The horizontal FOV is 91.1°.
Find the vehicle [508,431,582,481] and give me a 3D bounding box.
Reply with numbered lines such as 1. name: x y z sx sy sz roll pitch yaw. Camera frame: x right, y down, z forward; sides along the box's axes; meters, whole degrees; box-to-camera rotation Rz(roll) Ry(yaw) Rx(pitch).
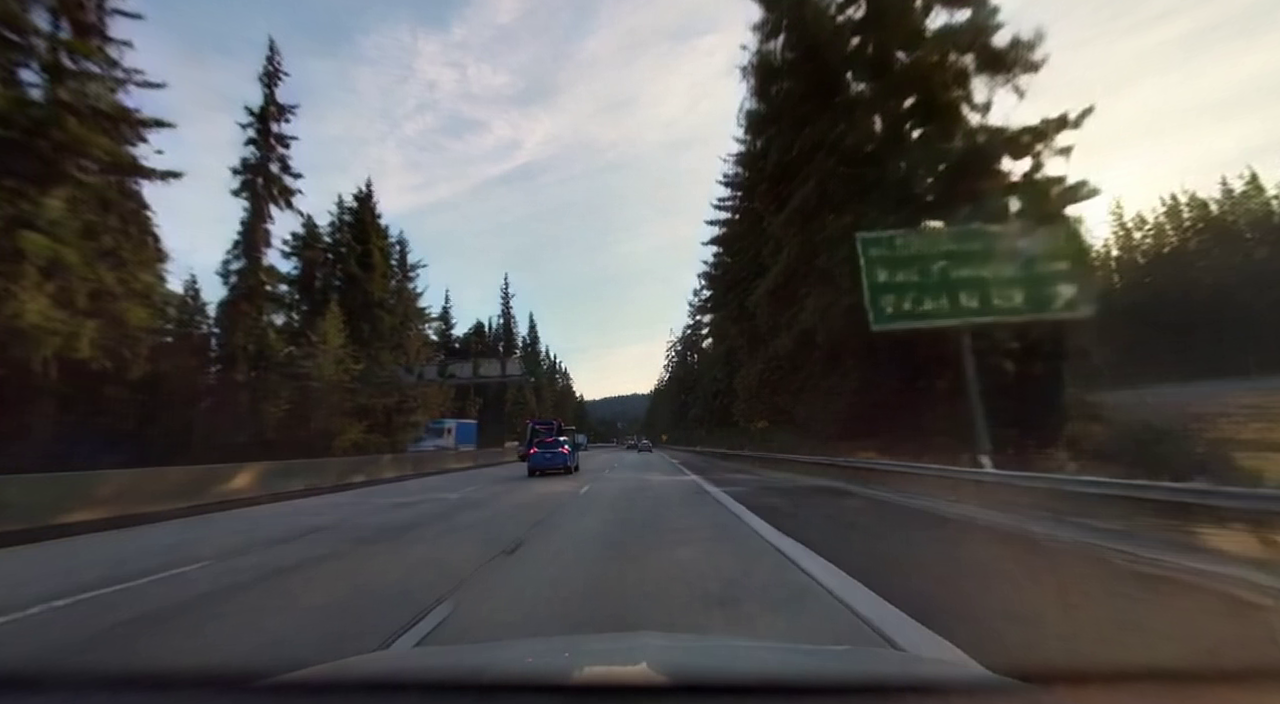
1. vehicle: -3.583 4.024 24.625 2.084 1.752 4.479 -1 -8 2
